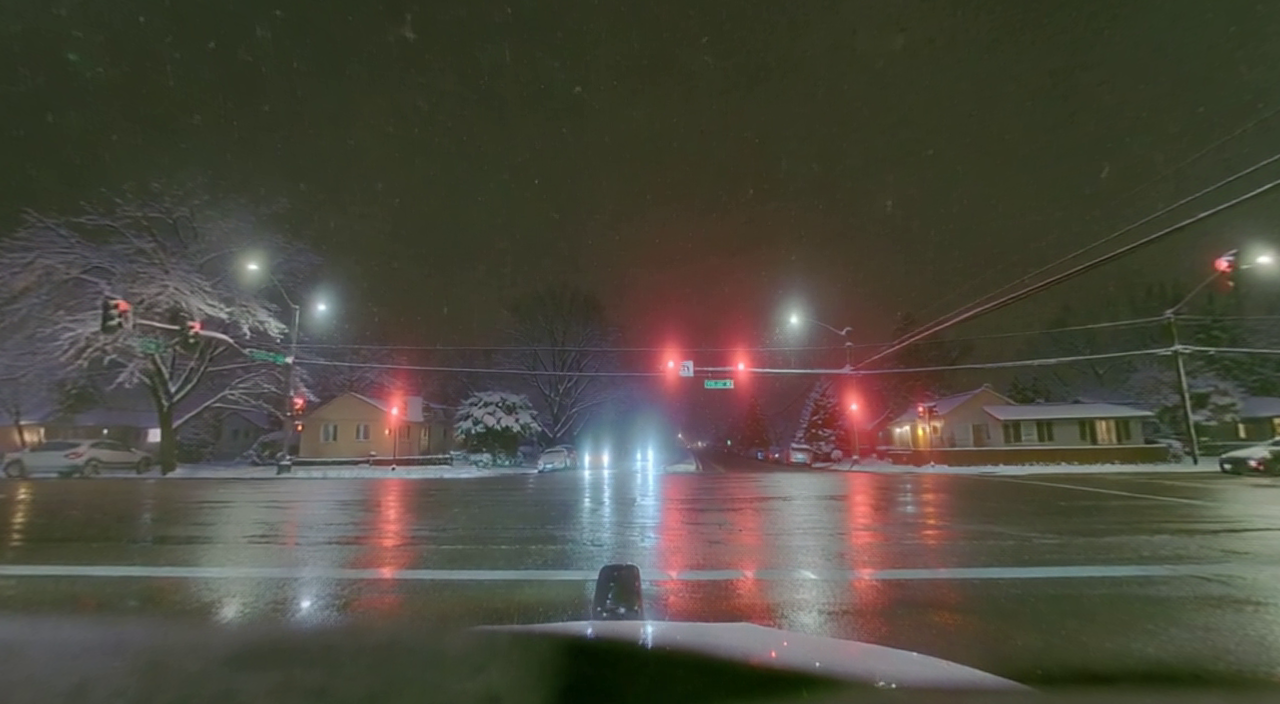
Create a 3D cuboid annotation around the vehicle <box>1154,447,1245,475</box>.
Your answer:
[{"bbox_3d":[36.775,7.157,41.707,1.853,1.723,4.460,0,-9,0],"label":"vehicle"}]

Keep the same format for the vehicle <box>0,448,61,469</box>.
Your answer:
[{"bbox_3d":[-44.294,7.615,45.193,3.949,1.422,1.744,0,-9,1],"label":"vehicle"}]
